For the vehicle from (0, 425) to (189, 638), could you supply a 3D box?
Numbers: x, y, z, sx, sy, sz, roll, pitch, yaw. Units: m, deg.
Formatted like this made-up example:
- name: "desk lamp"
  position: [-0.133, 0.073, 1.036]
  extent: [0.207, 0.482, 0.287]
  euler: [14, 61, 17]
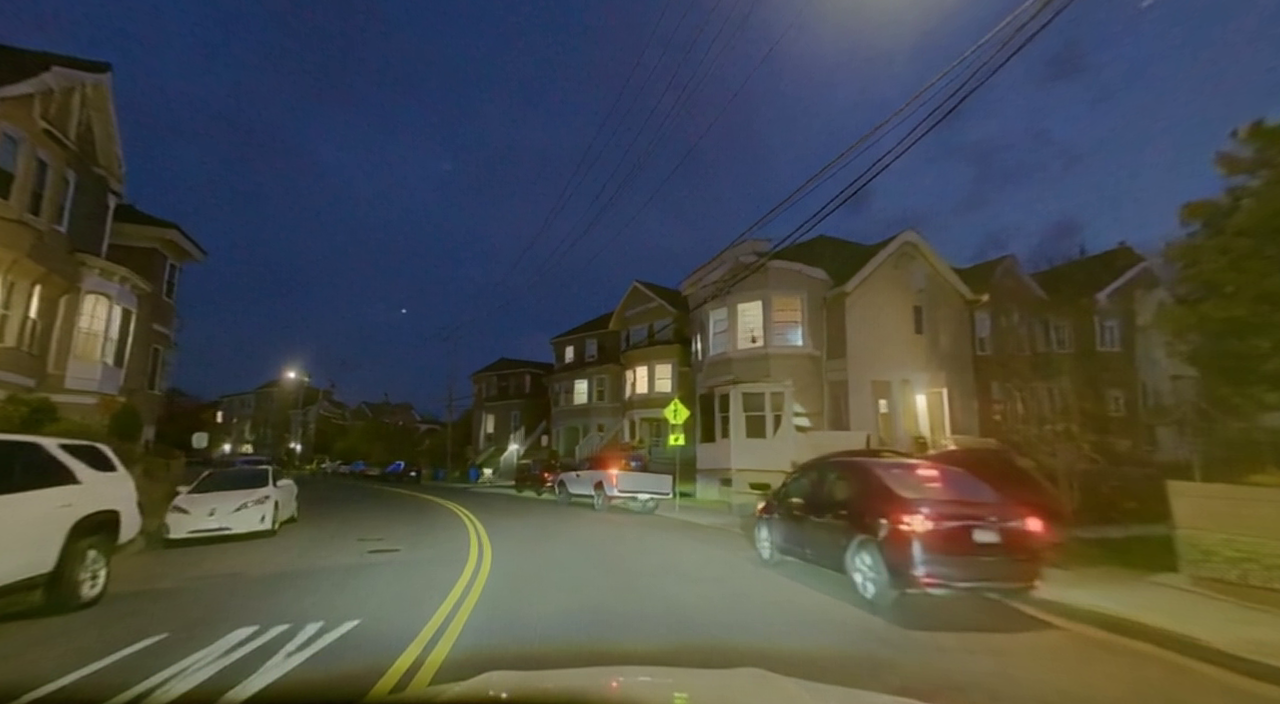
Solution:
- name: "vehicle"
  position: [-6.825, 1.660, 5.559]
  extent: [2.378, 1.840, 5.389]
  euler: [-3, -8, -8]

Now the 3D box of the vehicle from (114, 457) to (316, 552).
- name: "vehicle"
  position: [-8.495, 3.002, 13.231]
  extent: [2.197, 1.462, 4.524]
  euler: [2, -9, -17]

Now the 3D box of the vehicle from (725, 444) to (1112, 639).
- name: "vehicle"
  position: [2.655, 1.894, 7.518]
  extent: [1.923, 1.531, 4.568]
  euler: [3, -9, -10]

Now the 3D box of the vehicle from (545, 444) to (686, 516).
- name: "vehicle"
  position: [-0.984, 4.009, 20.361]
  extent: [2.449, 1.869, 5.504]
  euler: [8, -11, -24]
